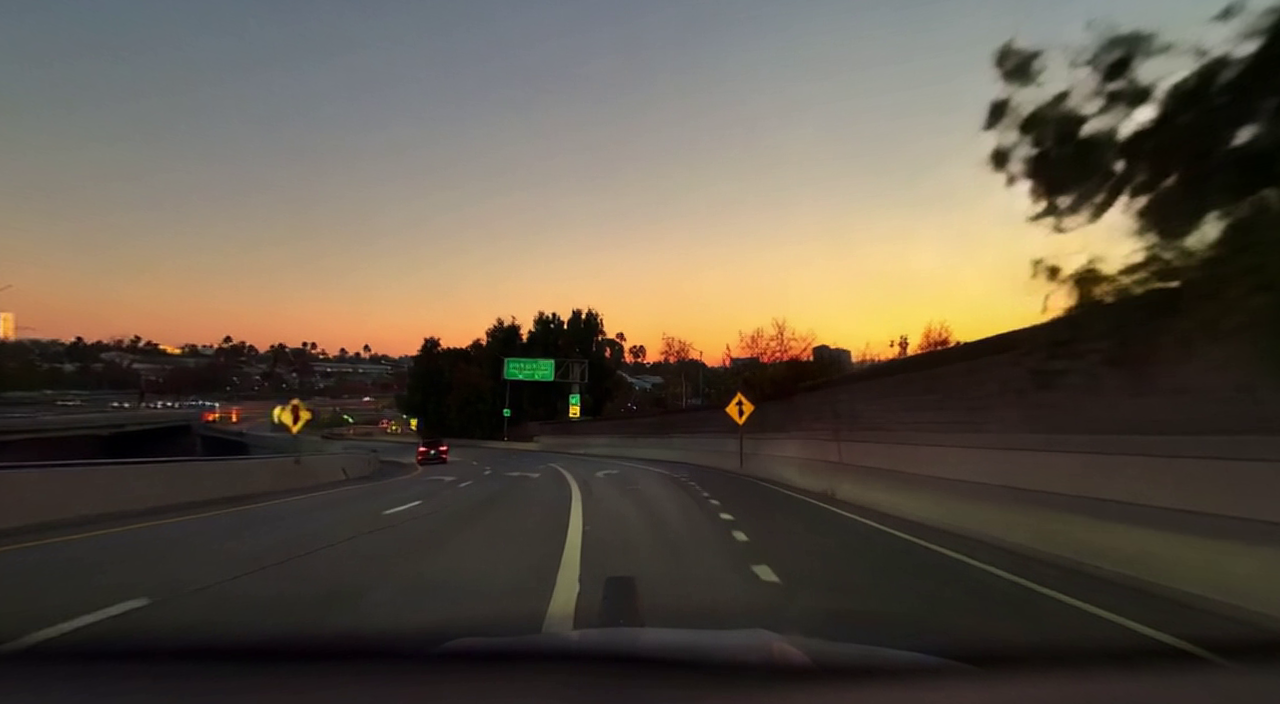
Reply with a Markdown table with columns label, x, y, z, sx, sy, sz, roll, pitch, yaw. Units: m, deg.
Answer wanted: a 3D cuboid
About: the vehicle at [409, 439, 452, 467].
| label | x | y | z | sx | sy | sz | roll | pitch | yaw |
| --- | --- | --- | --- | --- | --- | --- | --- | --- | --- |
| vehicle | -12.539 | 6.035 | 37.910 | 2.234 | 1.588 | 4.484 | 2 | -9 | -16 |
